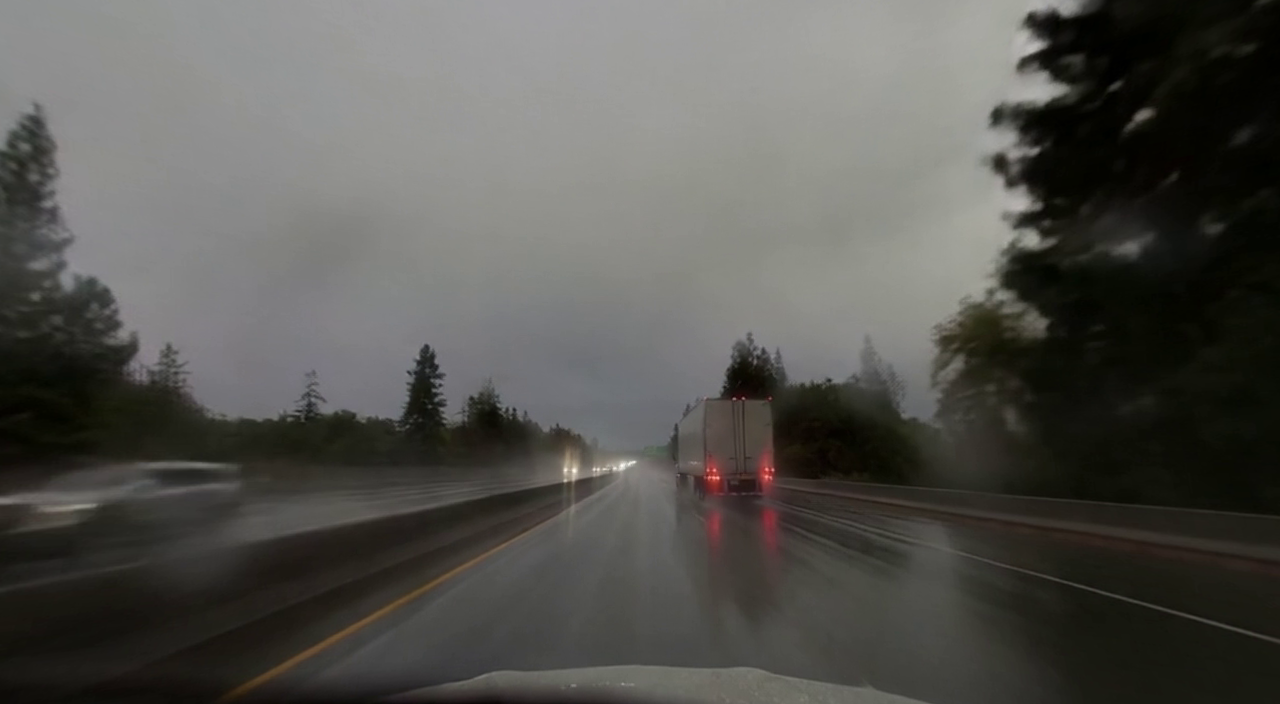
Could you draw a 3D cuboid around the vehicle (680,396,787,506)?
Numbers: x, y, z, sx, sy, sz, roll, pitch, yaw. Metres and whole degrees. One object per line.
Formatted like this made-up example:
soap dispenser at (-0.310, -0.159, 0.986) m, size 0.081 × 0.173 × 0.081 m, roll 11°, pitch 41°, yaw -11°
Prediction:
vehicle at (3.957, 4.958, 30.650) m, size 3.204 × 4.102 × 13.306 m, roll 1°, pitch -10°, yaw 0°
